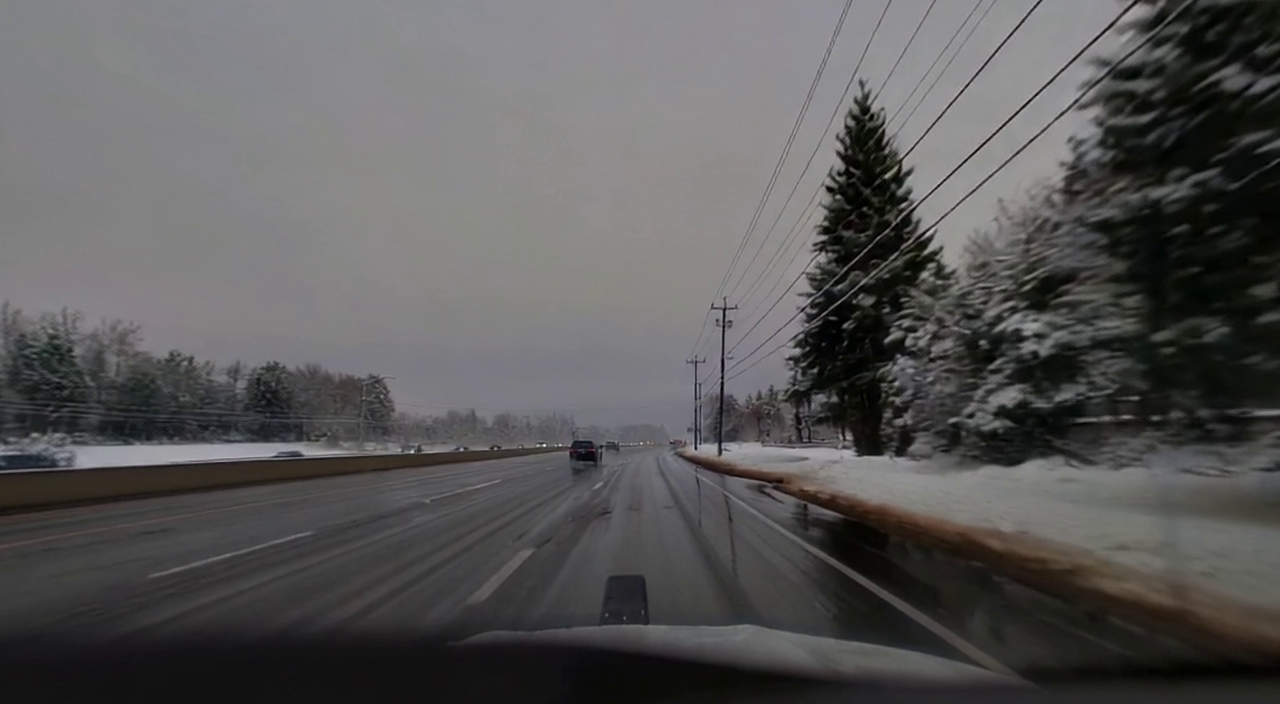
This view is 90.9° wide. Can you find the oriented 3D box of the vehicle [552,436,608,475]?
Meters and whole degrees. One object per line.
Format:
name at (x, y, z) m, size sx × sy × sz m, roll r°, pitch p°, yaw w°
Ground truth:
vehicle at (-2.656, 4.676, 28.716) m, size 2.029 × 1.609 × 3.935 m, roll 0°, pitch -8°, yaw 2°
